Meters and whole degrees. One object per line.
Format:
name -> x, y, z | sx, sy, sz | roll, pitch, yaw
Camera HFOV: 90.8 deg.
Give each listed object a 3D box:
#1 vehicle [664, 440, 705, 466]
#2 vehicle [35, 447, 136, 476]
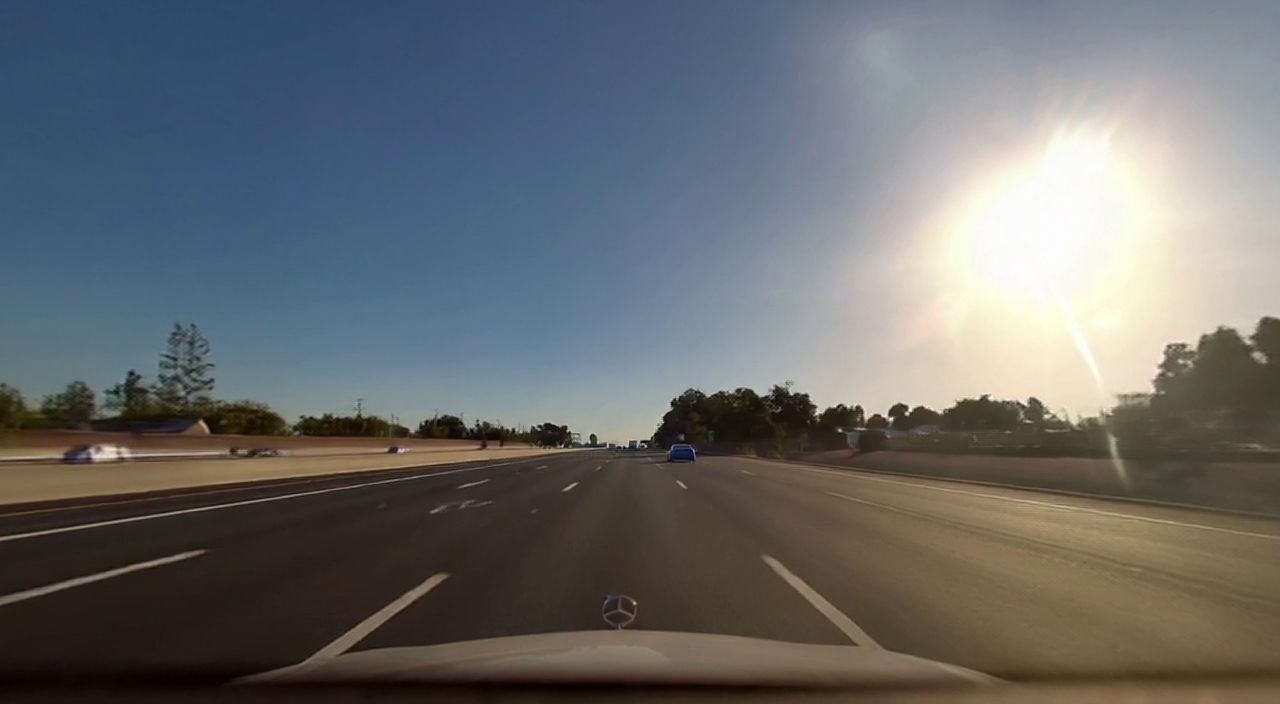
vehicle -> 2.771, 6.455, 40.511 | 2.270, 1.615, 3.770 | 0, -8, -2
vehicle -> -36.442, 7.199, 41.740 | 2.102, 1.749, 5.000 | 0, -8, 0
